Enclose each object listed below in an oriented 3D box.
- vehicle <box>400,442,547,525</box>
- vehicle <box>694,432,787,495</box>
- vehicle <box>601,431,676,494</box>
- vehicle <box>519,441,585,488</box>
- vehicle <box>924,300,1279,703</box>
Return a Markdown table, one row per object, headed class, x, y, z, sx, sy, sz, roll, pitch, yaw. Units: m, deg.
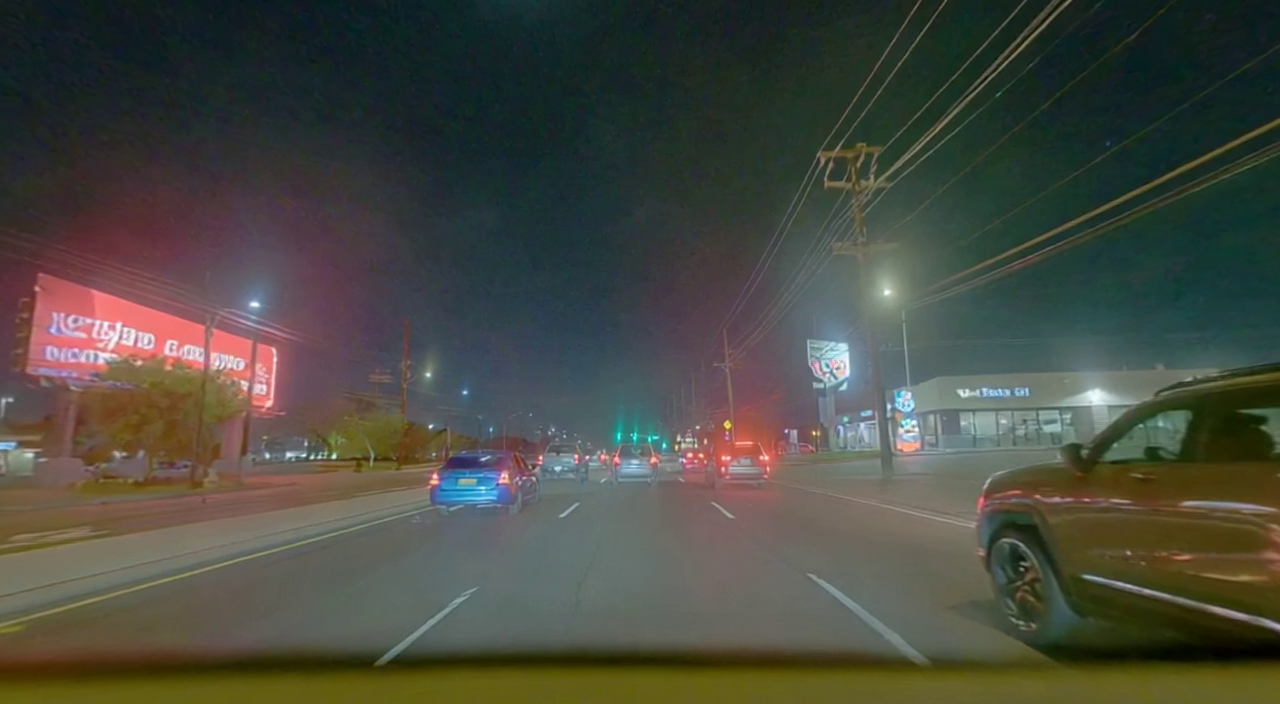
| class | x | y | z | sx | sy | sz | roll | pitch | yaw |
| --- | --- | --- | --- | --- | --- | --- | --- | --- | --- |
| vehicle | -3.406 | 2.768 | 13.960 | 2.022 | 1.498 | 4.471 | 0 | -8 | 0 |
| vehicle | 3.275 | 3.767 | 21.758 | 2.282 | 1.897 | 4.915 | 0 | -8 | -1 |
| vehicle | -0.070 | 3.758 | 21.875 | 2.326 | 1.925 | 4.253 | 0 | -8 | 0 |
| vehicle | -3.297 | 4.305 | 24.518 | 2.051 | 1.671 | 3.861 | 0 | -8 | -1 |
| vehicle | 3.880 | 0.844 | 3.335 | 2.292 | 1.935 | 5.112 | 0 | -8 | -1 |
